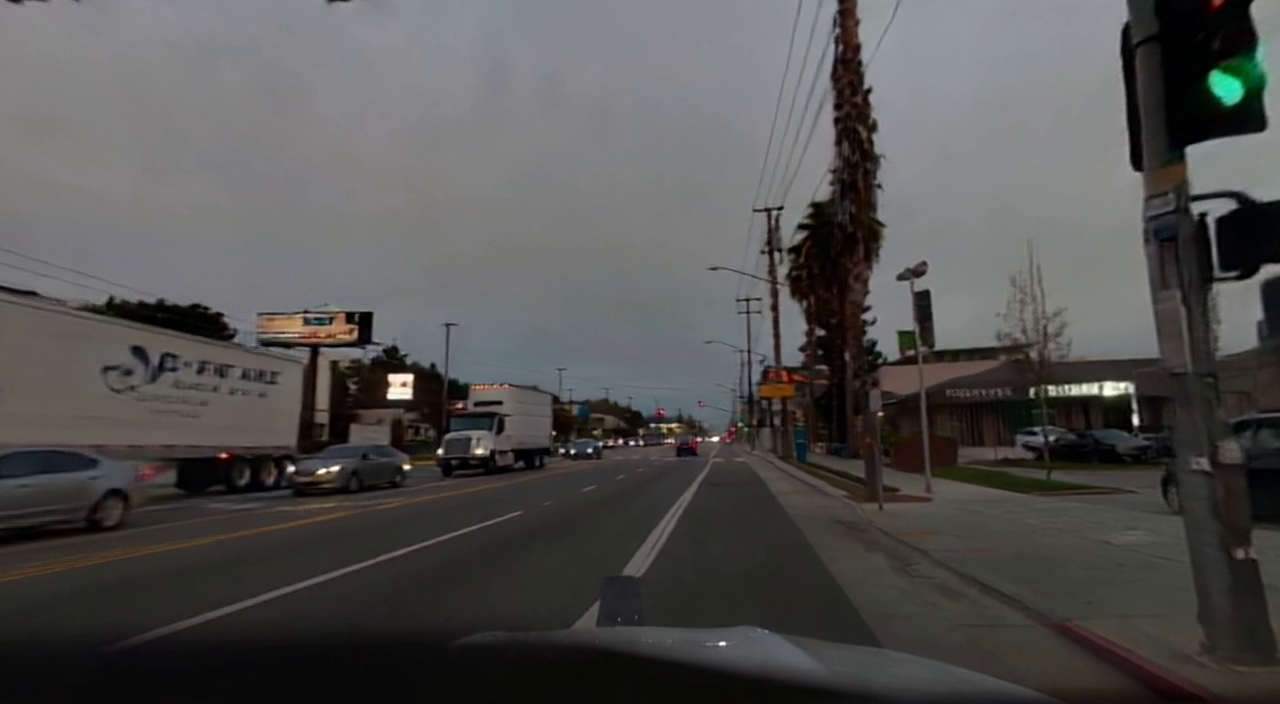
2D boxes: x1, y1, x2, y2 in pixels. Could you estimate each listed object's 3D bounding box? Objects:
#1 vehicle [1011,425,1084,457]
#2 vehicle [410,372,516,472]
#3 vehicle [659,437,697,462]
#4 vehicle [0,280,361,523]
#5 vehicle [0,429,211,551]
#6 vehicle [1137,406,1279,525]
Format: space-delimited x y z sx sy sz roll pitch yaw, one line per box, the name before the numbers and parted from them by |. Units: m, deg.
vehicle | 21.294 4.703 33.231 1.697 1.559 3.647 -2 -9 8
vehicle | -7.321 3.060 26.659 3.027 3.903 3.372 -2 -10 9
vehicle | 2.512 6.257 40.836 2.040 1.492 5.114 -2 -9 8
vehicle | -12.158 1.229 13.428 2.876 4.151 17.071 -2 -9 7
vehicle | -9.265 2.007 9.388 1.949 1.510 4.958 -4 -6 8
vehicle | 9.246 1.547 8.698 1.796 1.490 4.416 -4 -12 10
